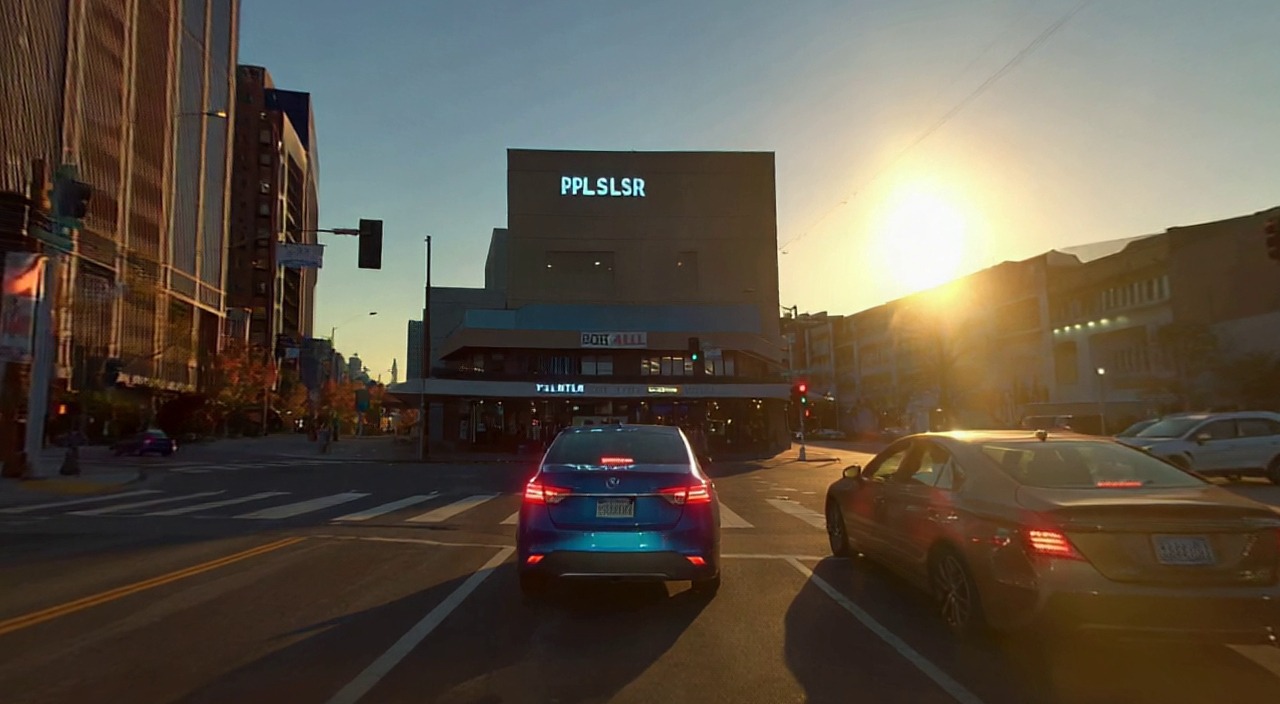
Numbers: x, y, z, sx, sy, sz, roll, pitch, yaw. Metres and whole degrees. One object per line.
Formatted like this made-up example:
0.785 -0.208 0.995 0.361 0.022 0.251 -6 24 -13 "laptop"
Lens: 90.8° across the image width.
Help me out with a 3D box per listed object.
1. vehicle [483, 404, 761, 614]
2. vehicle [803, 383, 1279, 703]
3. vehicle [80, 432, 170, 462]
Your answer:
-0.135 1.554 7.271 2.123 1.589 4.702 0 -8 0 "vehicle"
3.035 1.306 5.440 1.983 1.654 4.354 0 -8 -1 "vehicle"
-28.977 5.367 35.564 4.253 1.570 2.132 -4 -9 24 "vehicle"
